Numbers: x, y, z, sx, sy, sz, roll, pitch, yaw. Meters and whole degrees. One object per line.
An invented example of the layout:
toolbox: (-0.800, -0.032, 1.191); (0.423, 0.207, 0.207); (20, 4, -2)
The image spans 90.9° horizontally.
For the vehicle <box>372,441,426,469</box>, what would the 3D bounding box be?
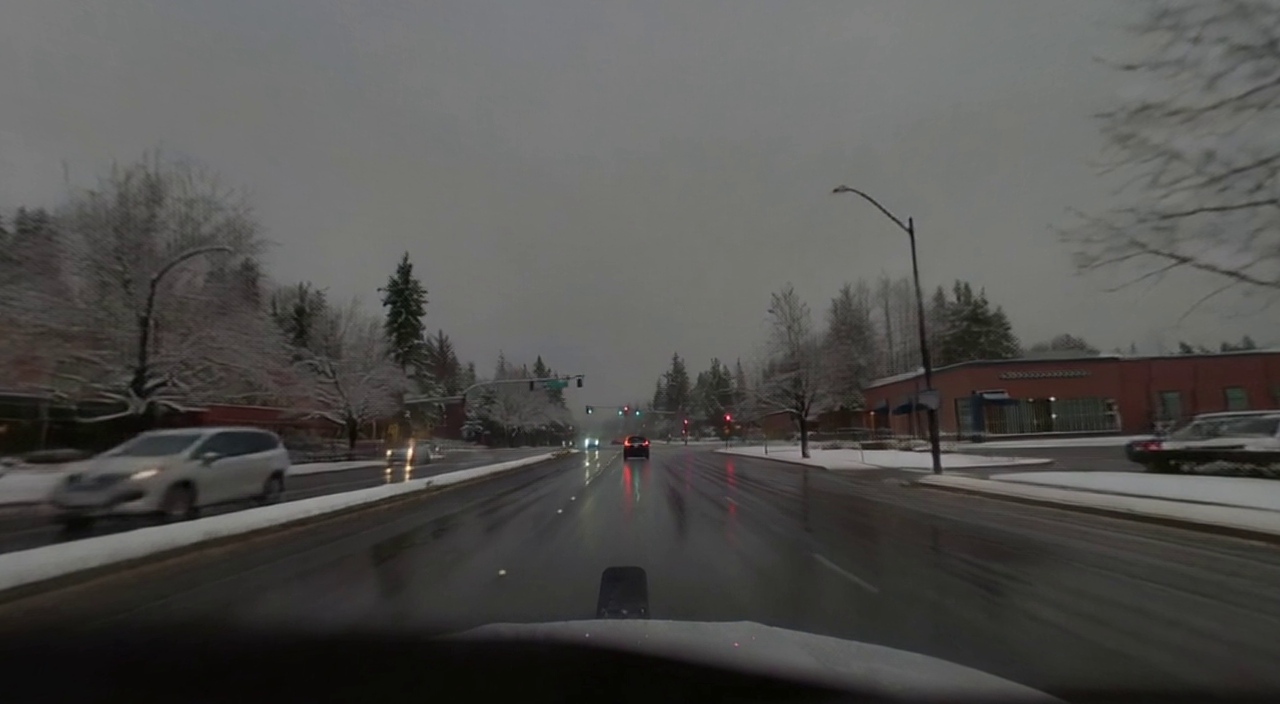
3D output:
vehicle: (-15.691, 6.704, 41.350); (1.834, 1.694, 4.405); (0, -8, 0)

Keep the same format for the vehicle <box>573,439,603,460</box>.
vehicle: (-3.882, 7.286, 47.319); (1.942, 1.497, 4.561); (0, -8, -1)

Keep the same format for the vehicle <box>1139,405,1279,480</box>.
vehicle: (17.364, 2.496, 17.500); (5.117, 1.933, 2.035); (-1, -8, 3)

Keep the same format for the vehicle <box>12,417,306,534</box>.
vehicle: (-8.661, 2.240, 12.072); (2.149, 1.793, 4.468); (0, -8, -2)
